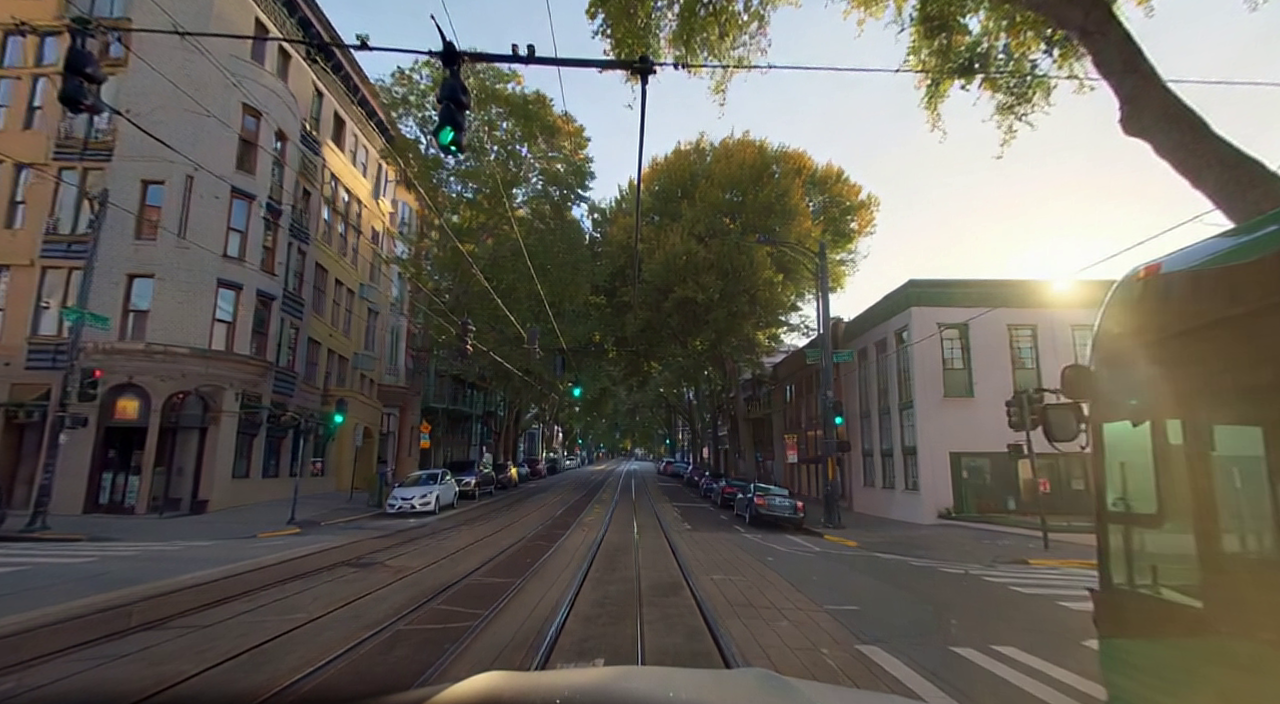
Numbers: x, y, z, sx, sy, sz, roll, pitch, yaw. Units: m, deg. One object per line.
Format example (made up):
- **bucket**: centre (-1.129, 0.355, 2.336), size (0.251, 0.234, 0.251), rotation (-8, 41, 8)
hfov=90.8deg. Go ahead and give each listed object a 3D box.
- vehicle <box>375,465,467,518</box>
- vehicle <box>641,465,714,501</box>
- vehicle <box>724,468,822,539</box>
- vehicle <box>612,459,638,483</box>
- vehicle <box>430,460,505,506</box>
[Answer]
- **vehicle**: centre (-7.432, 4.853, 21.878), size (1.779, 1.588, 3.953), rotation (2, -13, -2)
- **vehicle**: centre (1.816, 6.519, 31.719), size (1.984, 1.571, 3.404), rotation (6, -10, -33)
- **vehicle**: centre (3.843, 4.450, 19.093), size (1.929, 1.723, 4.134), rotation (0, -8, -2)
- **vehicle**: centre (-1.113, 9.014, 48.034), size (1.966, 1.600, 3.494), rotation (0, -8, 0)
- **vehicle**: centre (-7.415, 5.657, 27.651), size (1.861, 1.751, 4.550), rotation (1, -9, 2)
